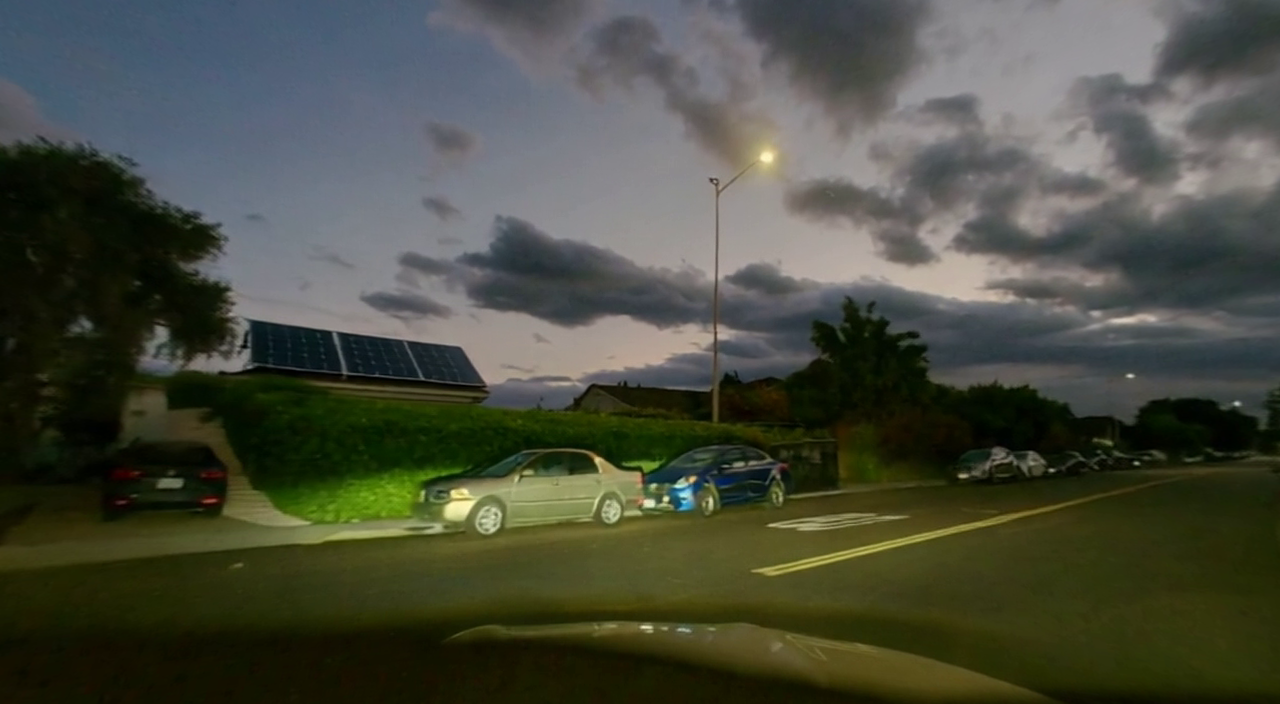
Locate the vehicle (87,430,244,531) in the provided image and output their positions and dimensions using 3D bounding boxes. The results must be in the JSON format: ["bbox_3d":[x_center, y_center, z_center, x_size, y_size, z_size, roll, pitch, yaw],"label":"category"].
[{"bbox_3d":[-8.602,2.170,11.308,1.876,1.476,3.484,7,-10,-41],"label":"vehicle"}]

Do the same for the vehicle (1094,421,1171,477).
[{"bbox_3d":[35.497,6.924,45.278,8.004,3.648,2.896,7,-11,-43],"label":"vehicle"}]

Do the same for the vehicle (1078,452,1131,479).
[{"bbox_3d":[29.037,7.033,39.324,4.068,1.470,1.921,8,-11,-44],"label":"vehicle"}]

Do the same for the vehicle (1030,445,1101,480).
[{"bbox_3d":[21.669,5.634,31.988,4.483,1.563,1.818,11,-15,-41],"label":"vehicle"}]

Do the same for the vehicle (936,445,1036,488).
[{"bbox_3d":[13.493,4.440,24.453,4.676,1.472,1.901,9,-16,-43],"label":"vehicle"}]

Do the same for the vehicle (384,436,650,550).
[{"bbox_3d":[-1.860,2.214,10.323,3.838,1.488,1.805,10,-13,-42],"label":"vehicle"}]

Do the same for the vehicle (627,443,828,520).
[{"bbox_3d":[2.065,2.755,13.950,4.601,1.406,1.848,7,-13,-42],"label":"vehicle"}]
